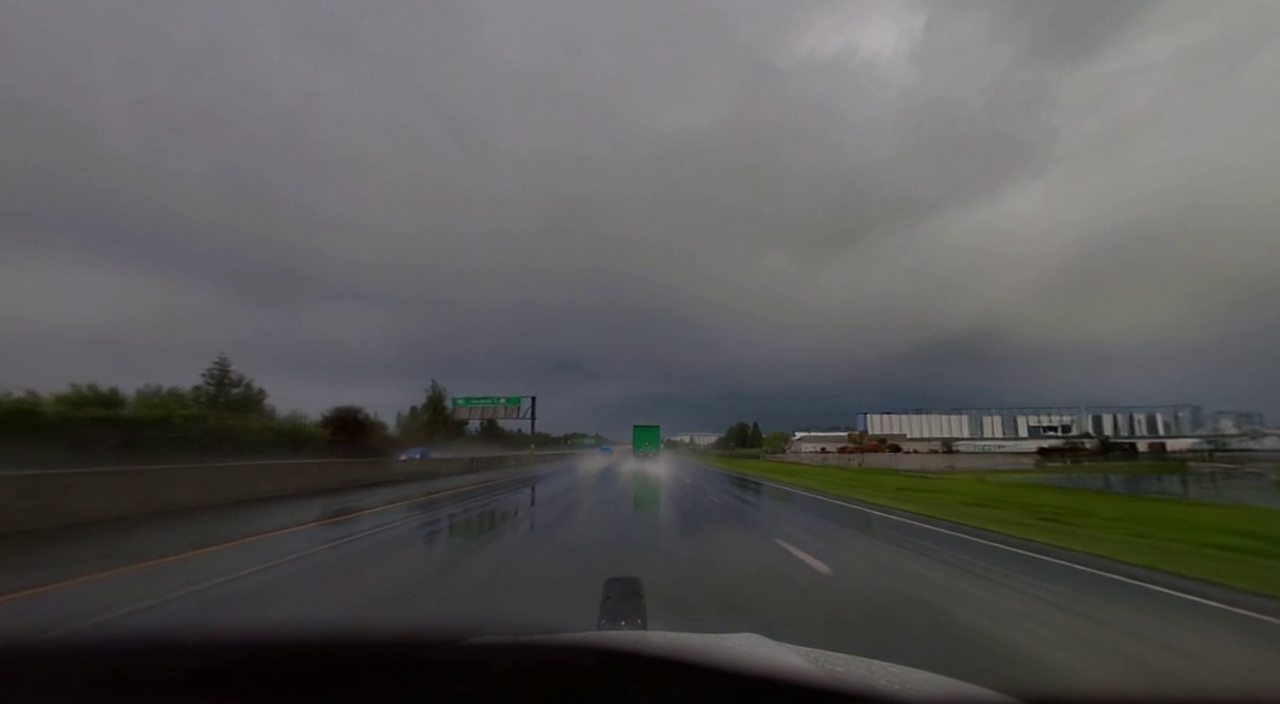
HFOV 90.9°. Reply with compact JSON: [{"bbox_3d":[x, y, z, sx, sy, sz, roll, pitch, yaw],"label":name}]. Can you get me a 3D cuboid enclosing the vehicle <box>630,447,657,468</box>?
[{"bbox_3d":[0.290,8.320,49.643,2.094,1.559,3.945,-1,-9,1],"label":"vehicle"}]
